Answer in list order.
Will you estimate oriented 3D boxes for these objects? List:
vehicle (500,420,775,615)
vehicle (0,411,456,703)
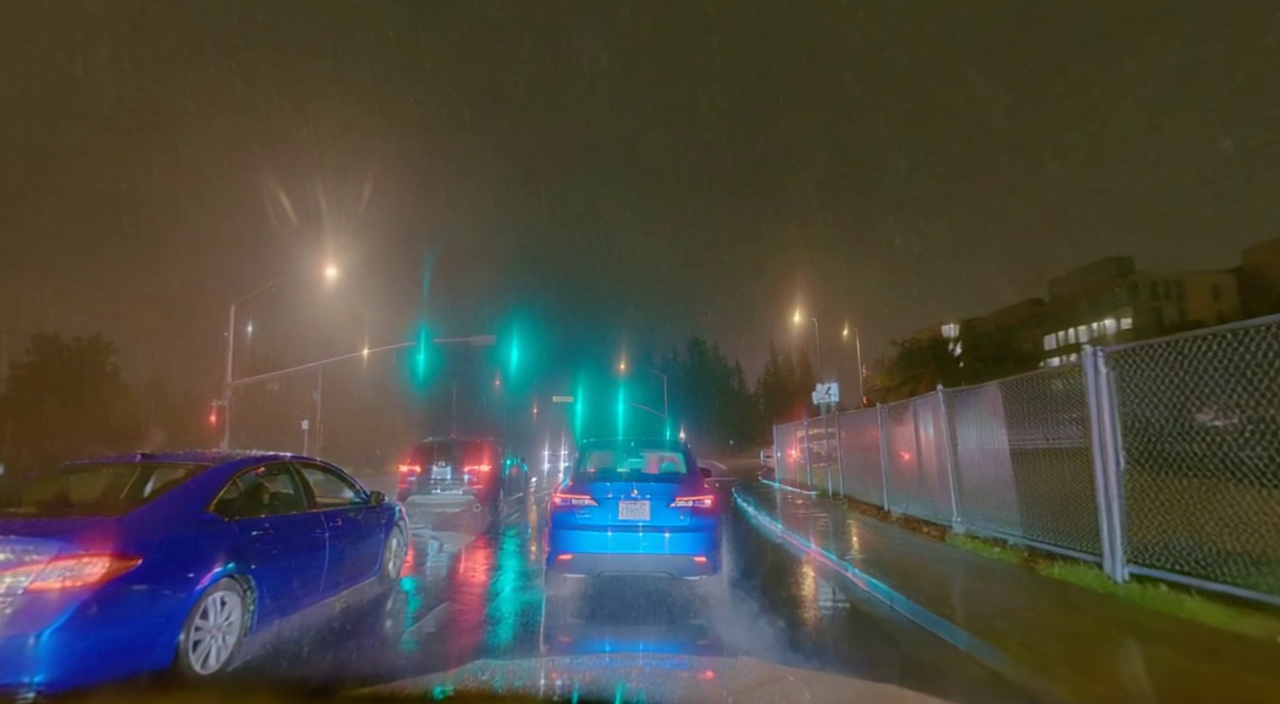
[{"bbox_3d":[-0.016,1.601,7.012,2.144,1.514,4.063,0,-9,0],"label":"vehicle"},{"bbox_3d":[-3.201,1.347,5.027,1.971,1.488,4.581,0,-9,1],"label":"vehicle"}]
